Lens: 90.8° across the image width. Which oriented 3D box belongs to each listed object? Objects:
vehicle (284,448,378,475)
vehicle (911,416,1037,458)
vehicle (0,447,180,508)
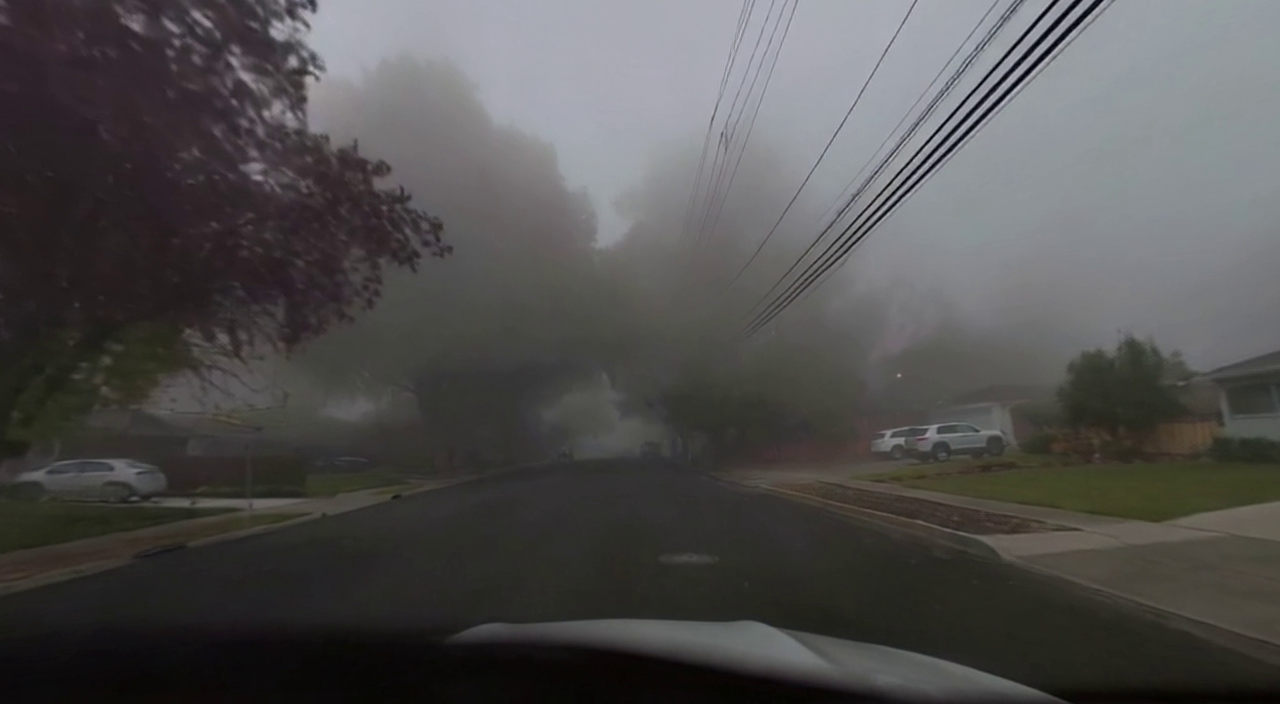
[{"bbox_3d":[-18.119,6.398,37.136,4.519,1.426,1.903,8,-12,-42],"label":"vehicle"},{"bbox_3d":[15.058,3.852,28.674,4.562,1.832,1.987,0,-8,-3],"label":"vehicle"},{"bbox_3d":[-15.002,3.224,16.591,4.477,1.449,1.922,5,-10,-32],"label":"vehicle"}]
